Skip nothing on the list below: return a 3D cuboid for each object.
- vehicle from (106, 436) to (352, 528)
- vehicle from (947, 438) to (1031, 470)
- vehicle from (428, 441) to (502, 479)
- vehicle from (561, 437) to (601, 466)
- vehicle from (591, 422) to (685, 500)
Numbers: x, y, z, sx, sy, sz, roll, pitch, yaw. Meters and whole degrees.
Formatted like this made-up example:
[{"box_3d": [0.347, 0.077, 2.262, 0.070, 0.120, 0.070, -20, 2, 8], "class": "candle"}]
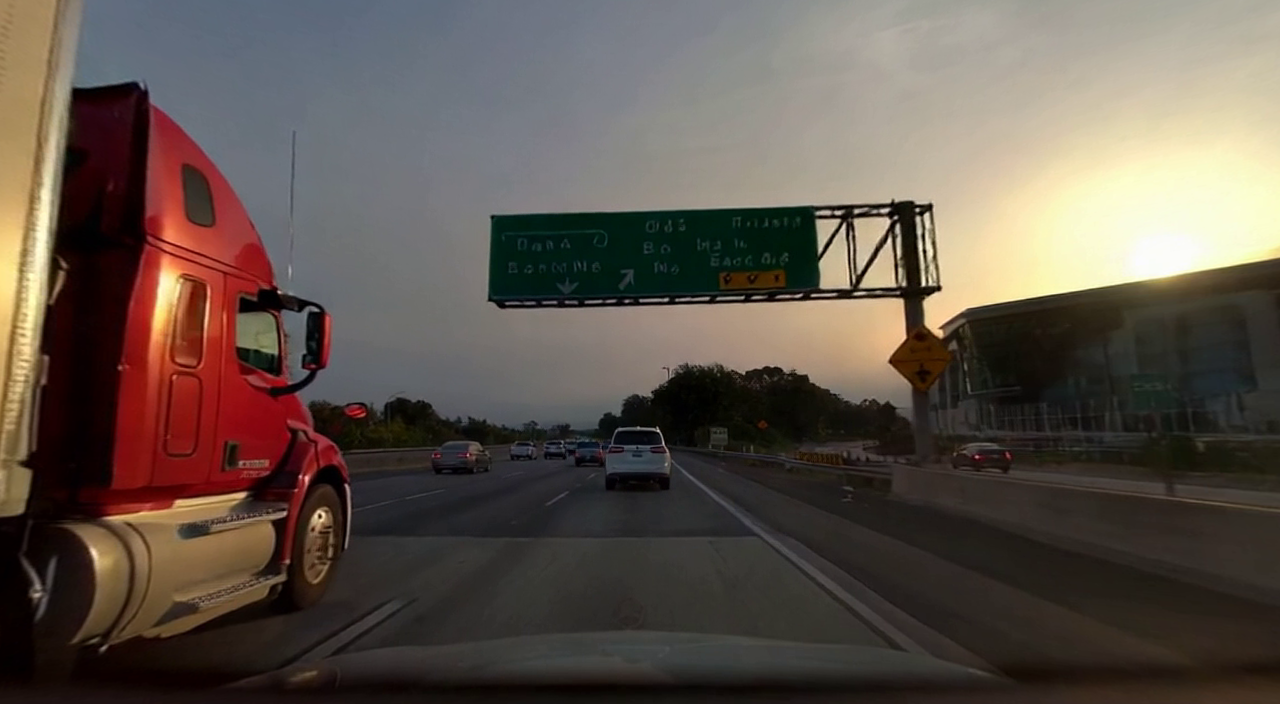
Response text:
[{"box_3d": [-7.583, 2.413, 12.293, 1.864, 1.458, 4.295, 0, -9, 1], "class": "vehicle"}, {"box_3d": [17.382, 5.130, 31.739, 1.918, 1.472, 4.782, -1, -9, 6], "class": "vehicle"}, {"box_3d": [-7.349, 4.552, 26.903, 1.869, 1.466, 4.217, 0, -9, 1], "class": "vehicle"}, {"box_3d": [-3.524, 6.000, 38.189, 1.952, 1.649, 4.131, 0, -9, 1], "class": "vehicle"}, {"box_3d": [-0.054, 2.815, 16.527, 2.152, 1.779, 3.924, 0, -9, 0], "class": "vehicle"}]
